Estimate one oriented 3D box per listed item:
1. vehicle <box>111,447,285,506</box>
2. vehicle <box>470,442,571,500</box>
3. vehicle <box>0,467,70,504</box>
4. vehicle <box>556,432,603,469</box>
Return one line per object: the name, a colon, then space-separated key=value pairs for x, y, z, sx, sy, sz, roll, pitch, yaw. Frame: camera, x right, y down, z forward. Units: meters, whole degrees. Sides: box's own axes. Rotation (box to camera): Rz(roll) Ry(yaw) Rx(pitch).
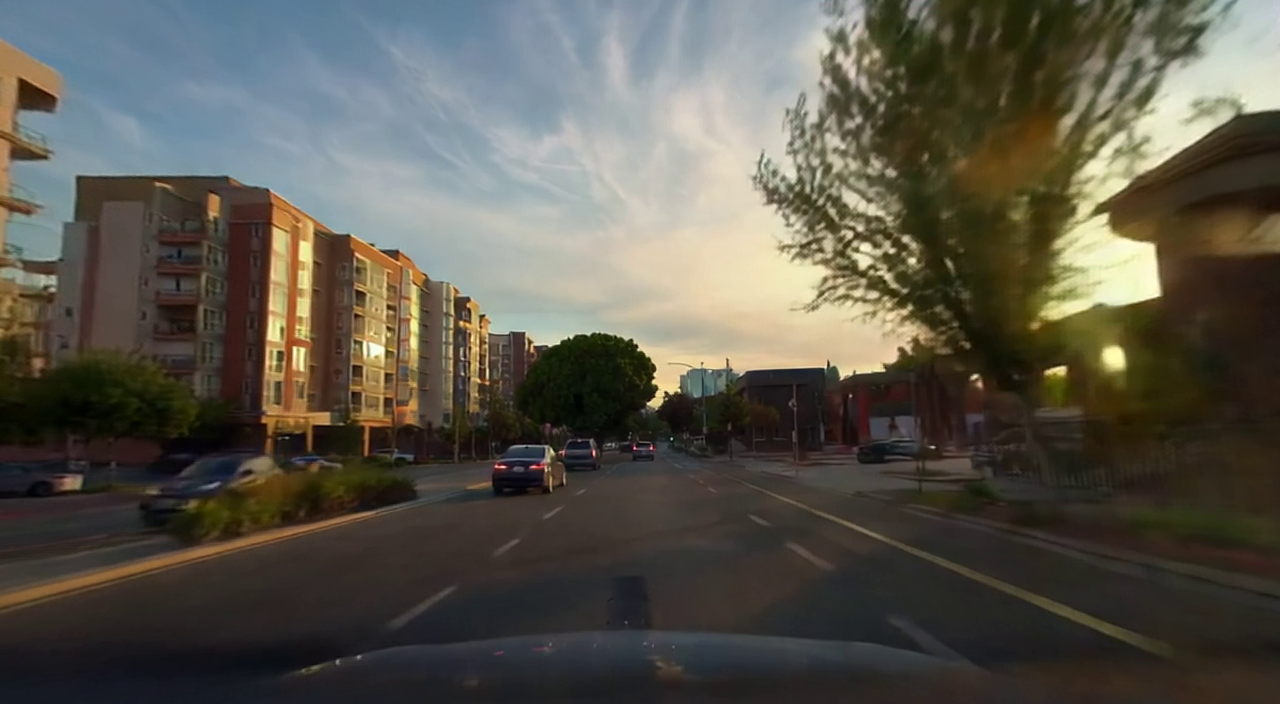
vehicle: x=-13.868 y=3.887 z=20.240 sx=2.036 sy=1.649 sz=4.664 roll=-1 pitch=-9 yaw=3
vehicle: x=-3.157 y=3.240 z=17.596 sx=1.959 sy=1.406 sz=4.272 roll=0 pitch=-9 yaw=0
vehicle: x=-28.116 y=5.873 z=27.871 sx=3.891 sy=1.483 sz=1.884 roll=0 pitch=-9 yaw=0
vehicle: x=-3.333 y=5.580 z=35.812 sx=2.152 sy=1.987 sz=4.527 roll=0 pitch=-9 yaw=1
